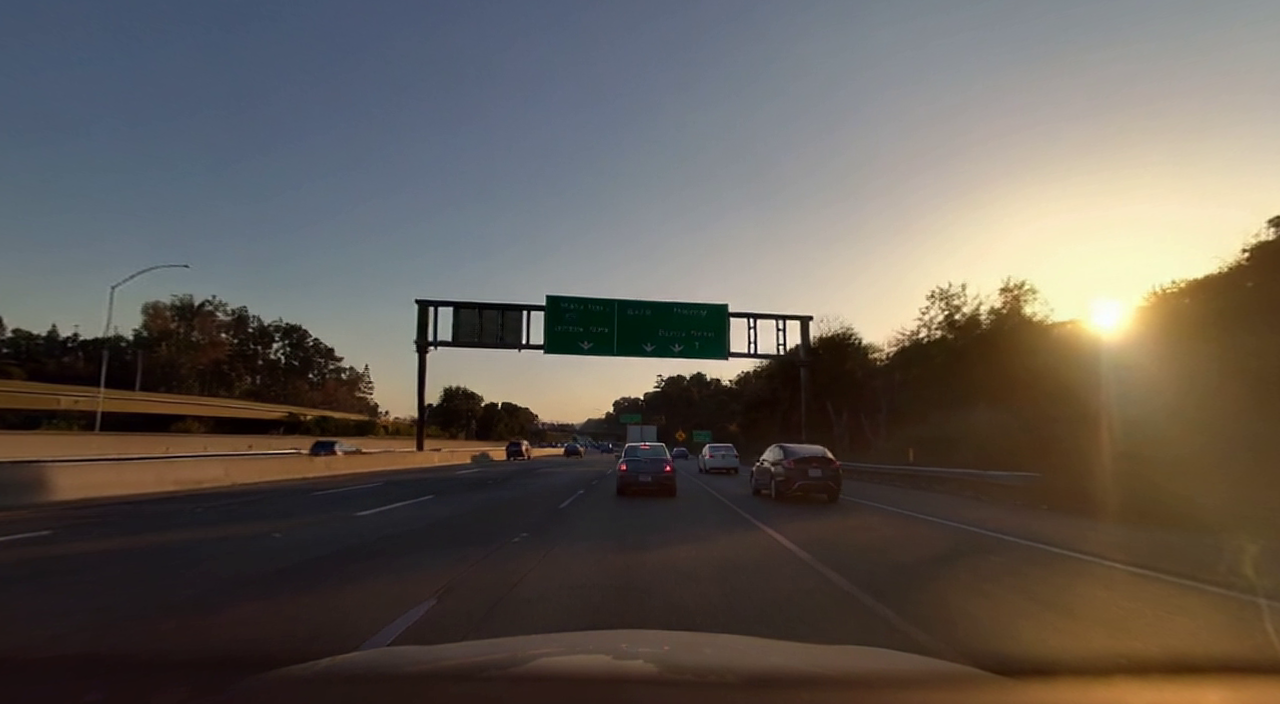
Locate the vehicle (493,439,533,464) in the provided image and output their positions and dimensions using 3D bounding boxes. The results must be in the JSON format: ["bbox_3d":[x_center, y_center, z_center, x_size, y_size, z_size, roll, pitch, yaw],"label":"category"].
[{"bbox_3d":[-9.821,7.732,49.053,1.978,1.821,4.975,0,-9,1],"label":"vehicle"}]

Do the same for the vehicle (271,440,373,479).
[{"bbox_3d":[-14.420,4.881,28.953,2.055,1.613,4.955,0,-9,0],"label":"vehicle"}]

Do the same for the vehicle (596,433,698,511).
[{"bbox_3d":[0.157,2.730,14.707,2.044,1.554,3.824,0,-9,0],"label":"vehicle"}]

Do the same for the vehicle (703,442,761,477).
[{"bbox_3d":[4.262,5.058,29.849,2.002,1.499,4.710,0,-9,-1],"label":"vehicle"}]

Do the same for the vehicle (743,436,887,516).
[{"bbox_3d":[3.680,2.674,14.057,2.044,1.523,3.947,0,-9,0],"label":"vehicle"}]
